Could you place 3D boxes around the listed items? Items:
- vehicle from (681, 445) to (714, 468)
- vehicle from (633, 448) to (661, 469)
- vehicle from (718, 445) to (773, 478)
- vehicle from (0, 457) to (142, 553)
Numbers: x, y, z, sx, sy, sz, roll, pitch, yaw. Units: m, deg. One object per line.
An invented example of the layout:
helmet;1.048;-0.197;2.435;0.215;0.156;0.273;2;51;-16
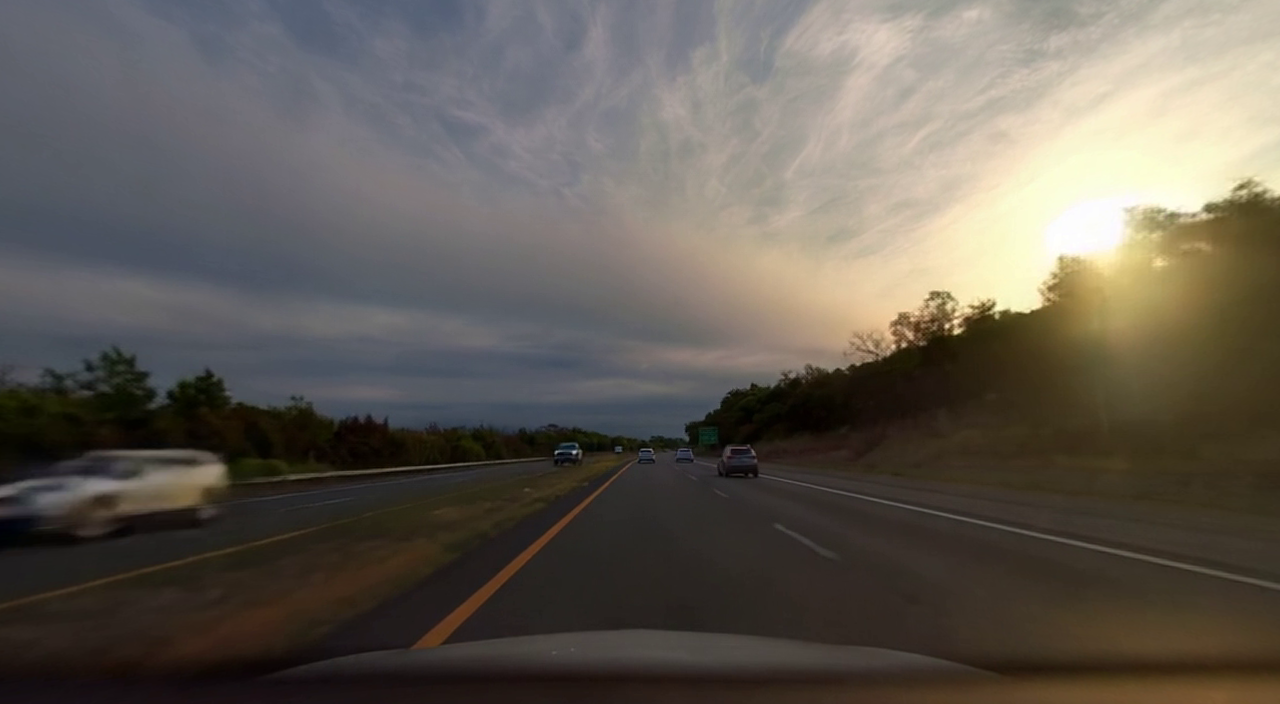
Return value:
vehicle;4.370;8.051;48.561;2.122;1.662;4.392;0;-9;0
vehicle;0.485;7.958;47.246;1.991;1.459;3.769;0;-9;0
vehicle;5.050;5.310;30.753;1.964;1.513;3.707;0;-9;-1
vehicle;-12.188;2.858;11.977;1.952;1.629;4.189;0;-9;0
